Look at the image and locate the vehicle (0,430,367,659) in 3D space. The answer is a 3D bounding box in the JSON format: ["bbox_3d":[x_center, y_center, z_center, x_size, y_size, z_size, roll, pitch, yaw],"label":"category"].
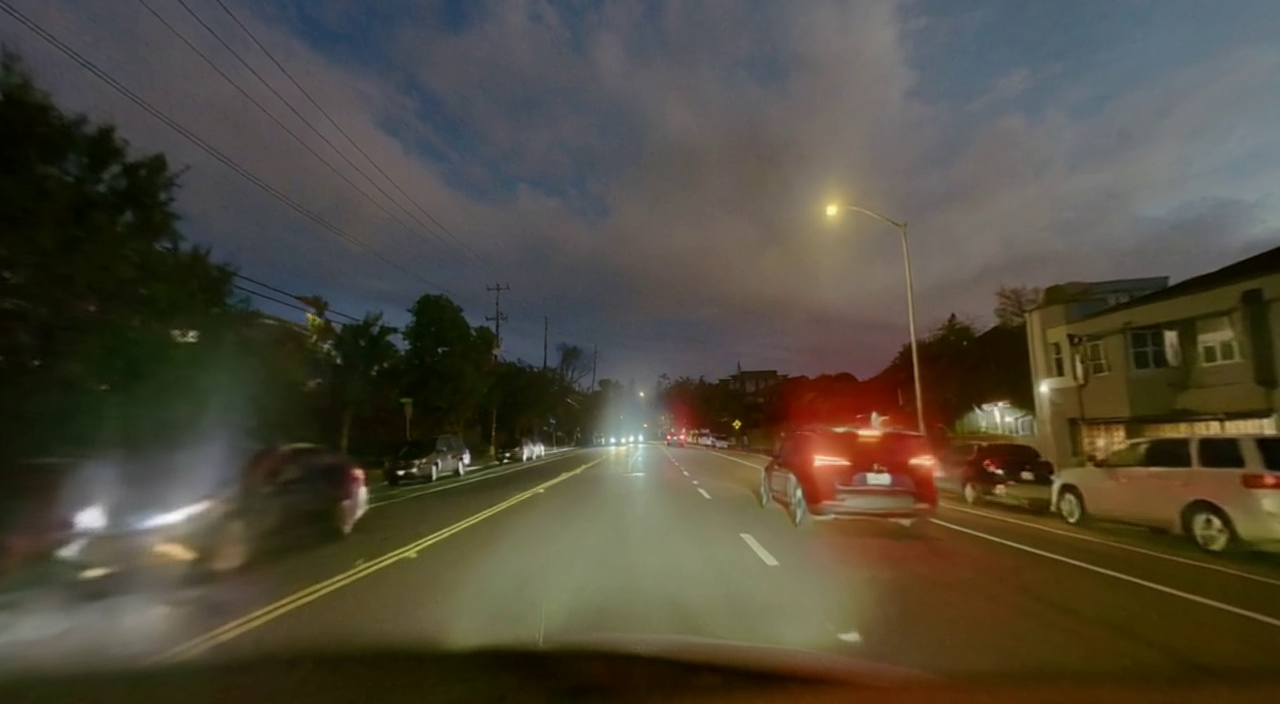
[{"bbox_3d":[-4.666,1.609,6.288,2.128,1.510,3.898,-2,-8,1],"label":"vehicle"}]

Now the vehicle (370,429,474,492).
[{"bbox_3d":[-8.849,4.377,26.193,2.419,2.087,5.334,-3,-6,0],"label":"vehicle"}]

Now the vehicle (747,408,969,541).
[{"bbox_3d":[3.242,1.928,10.579,2.004,1.704,4.573,0,-8,-1],"label":"vehicle"}]

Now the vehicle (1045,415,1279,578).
[{"bbox_3d":[7.947,1.827,8.636,1.879,1.765,4.339,0,-8,0],"label":"vehicle"}]

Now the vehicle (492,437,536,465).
[{"bbox_3d":[-8.814,6.921,44.449,2.228,1.825,4.522,0,-8,0],"label":"vehicle"}]
